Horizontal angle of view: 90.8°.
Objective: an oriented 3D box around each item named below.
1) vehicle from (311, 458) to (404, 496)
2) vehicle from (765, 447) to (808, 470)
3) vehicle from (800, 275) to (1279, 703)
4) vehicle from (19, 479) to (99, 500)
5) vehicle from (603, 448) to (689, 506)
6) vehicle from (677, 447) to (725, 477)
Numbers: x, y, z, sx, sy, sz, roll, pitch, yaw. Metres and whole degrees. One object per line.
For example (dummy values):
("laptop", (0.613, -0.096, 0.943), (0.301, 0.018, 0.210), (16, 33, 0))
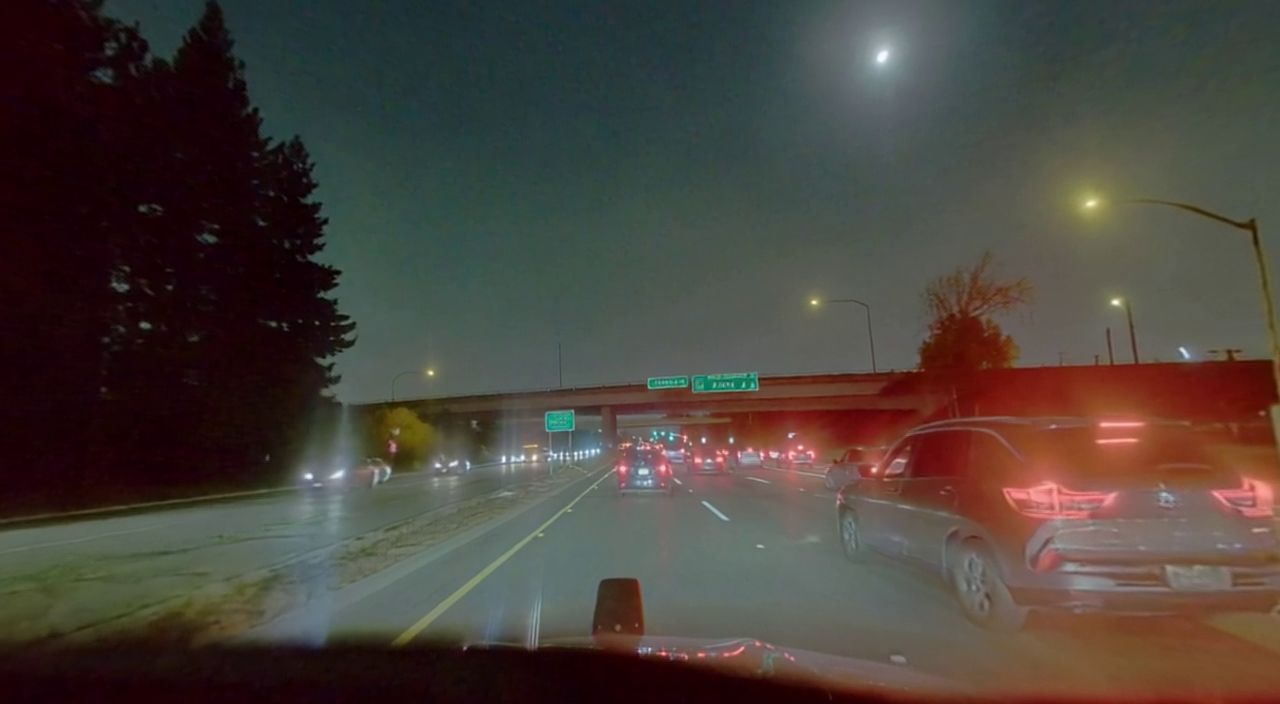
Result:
("vehicle", (-12.191, 5.403, 27.636), (1.927, 1.439, 4.537), (0, -8, 1))
("vehicle", (9.847, 7.193, 42.678), (1.839, 1.453, 3.992), (0, -8, -1))
("vehicle", (3.456, 1.134, 5.263), (2.719, 2.033, 5.876), (0, -9, 0))
("vehicle", (-45.738, 10.802, 49.791), (4.468, 1.486, 1.893), (0, -9, 1))
("vehicle", (0.131, 3.274, 16.969), (2.027, 1.341, 3.775), (0, -8, 0))
("vehicle", (3.109, 5.733, 33.107), (1.962, 1.431, 4.205), (0, -8, -1))
